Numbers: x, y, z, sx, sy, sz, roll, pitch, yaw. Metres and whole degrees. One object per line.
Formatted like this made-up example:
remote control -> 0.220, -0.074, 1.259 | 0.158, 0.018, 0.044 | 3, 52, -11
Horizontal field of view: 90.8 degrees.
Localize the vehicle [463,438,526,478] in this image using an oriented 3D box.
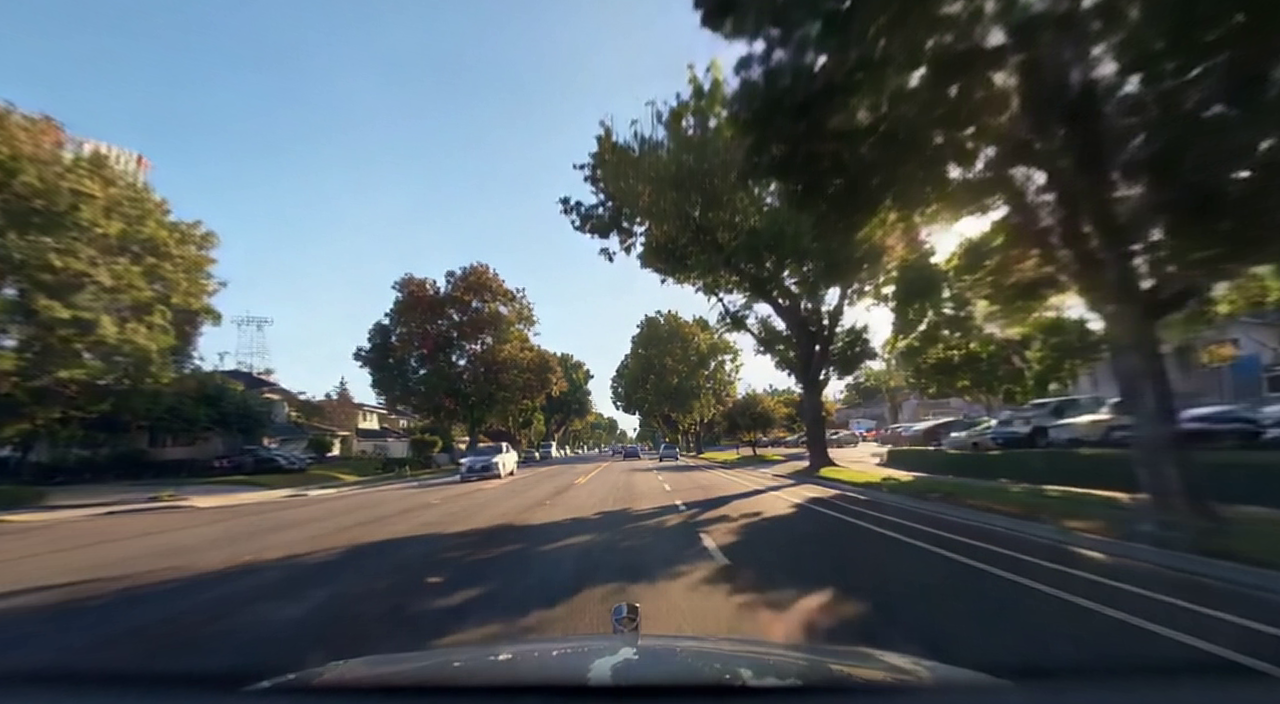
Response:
vehicle -> -7.062, 5.180, 31.144 | 2.054, 1.814, 4.543 | 0, -9, 0
